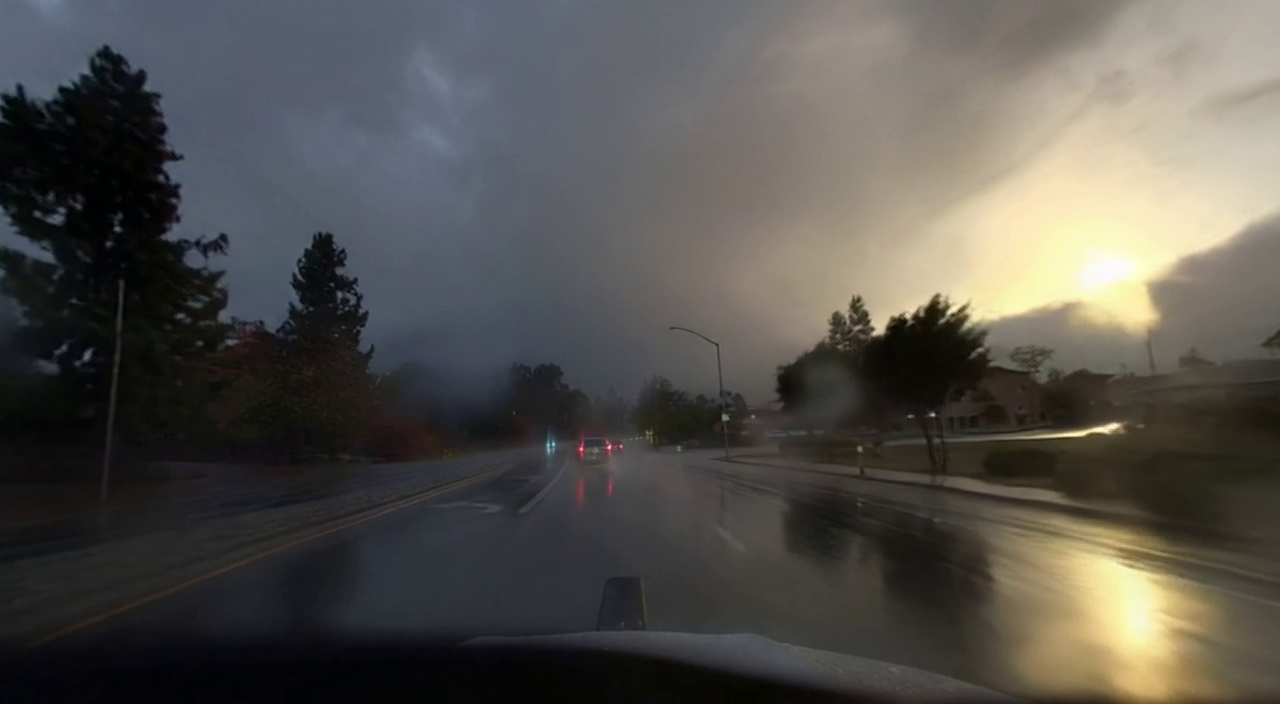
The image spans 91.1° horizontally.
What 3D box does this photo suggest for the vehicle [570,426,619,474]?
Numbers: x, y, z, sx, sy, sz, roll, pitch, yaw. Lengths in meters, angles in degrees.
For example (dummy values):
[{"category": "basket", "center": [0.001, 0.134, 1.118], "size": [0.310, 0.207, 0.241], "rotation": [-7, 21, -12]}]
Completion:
[{"category": "vehicle", "center": [-2.181, 4.521, 29.100], "size": [2.072, 2.002, 4.391], "rotation": [1, -8, -6]}]
